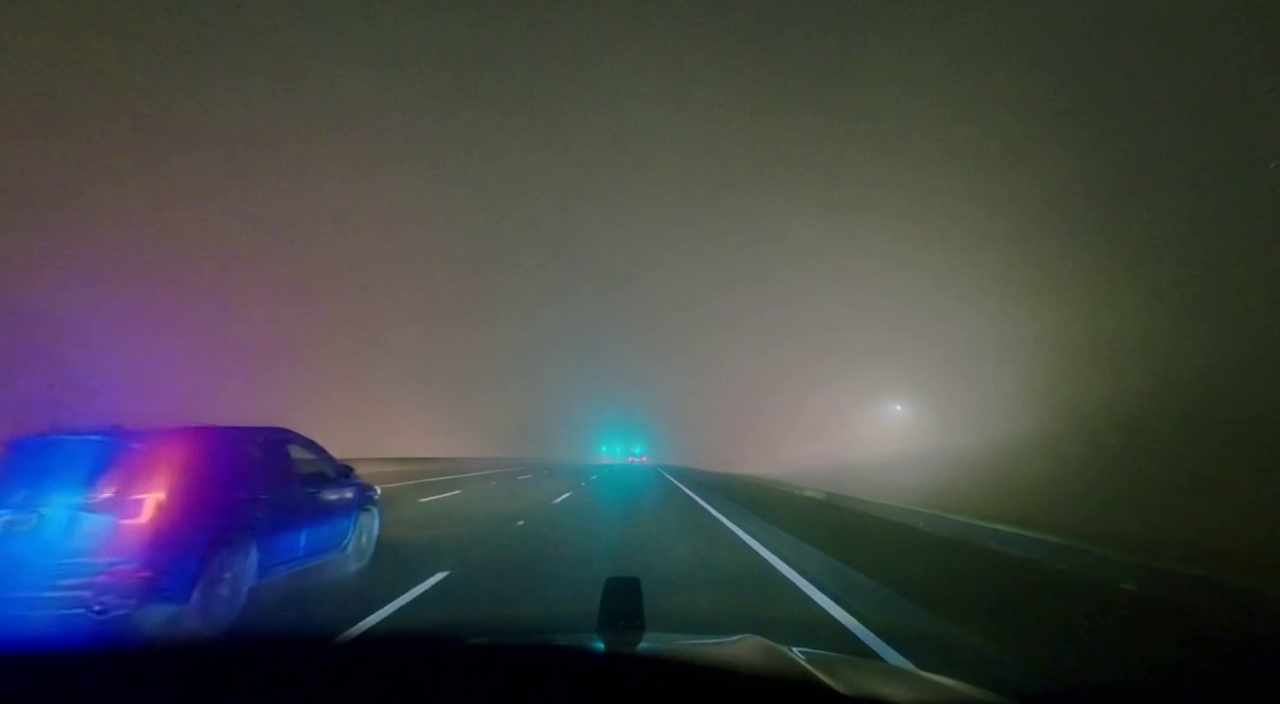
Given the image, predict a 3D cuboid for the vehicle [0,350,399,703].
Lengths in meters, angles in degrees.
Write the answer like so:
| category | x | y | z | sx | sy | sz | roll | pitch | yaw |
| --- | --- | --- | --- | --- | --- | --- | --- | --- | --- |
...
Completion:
| category | x | y | z | sx | sy | sz | roll | pitch | yaw |
| --- | --- | --- | --- | --- | --- | --- | --- | --- | --- |
| vehicle | -4.154 | 1.228 | 5.257 | 2.272 | 1.759 | 5.058 | 0 | -9 | 0 |
